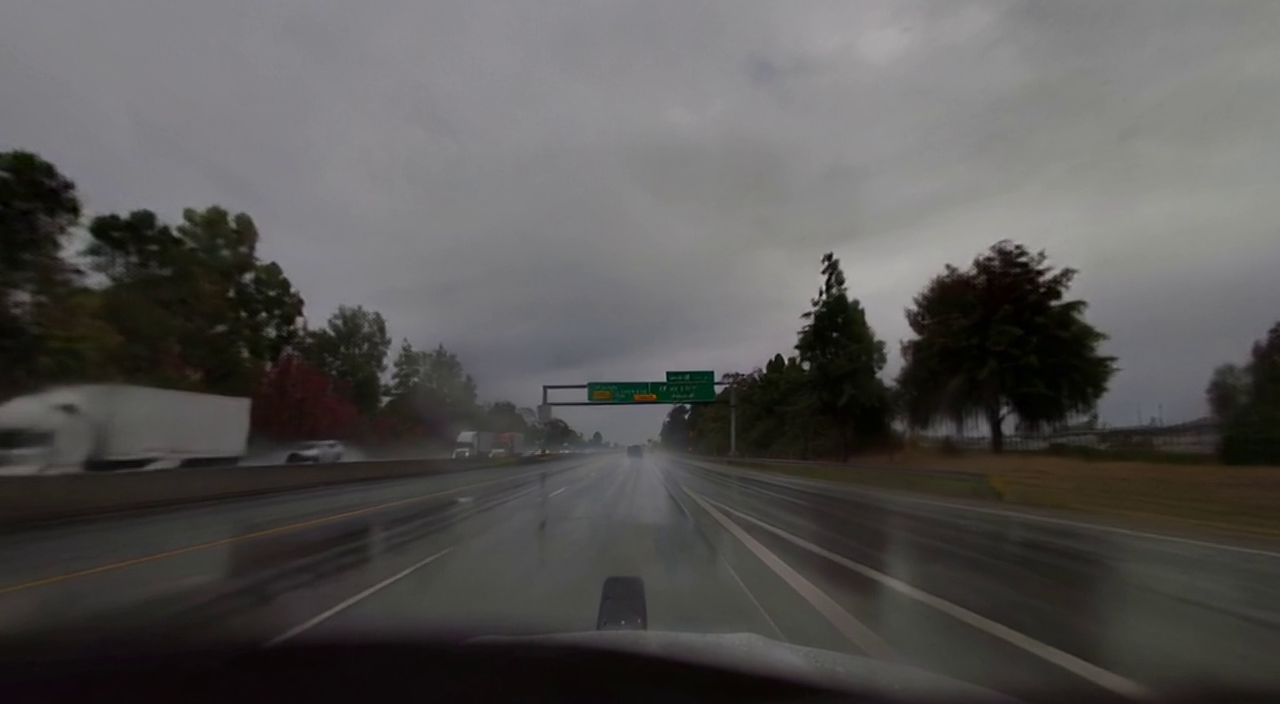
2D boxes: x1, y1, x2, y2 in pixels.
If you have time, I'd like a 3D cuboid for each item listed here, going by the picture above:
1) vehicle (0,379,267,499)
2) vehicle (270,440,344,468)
[{"bbox_3d":[-19.333,3.481,24.781,3.133,3.697,10.453,0,-9,-2],"label":"vehicle"},{"bbox_3d":[-19.580,6.028,37.247,2.089,1.538,4.364,0,-9,-2],"label":"vehicle"}]
